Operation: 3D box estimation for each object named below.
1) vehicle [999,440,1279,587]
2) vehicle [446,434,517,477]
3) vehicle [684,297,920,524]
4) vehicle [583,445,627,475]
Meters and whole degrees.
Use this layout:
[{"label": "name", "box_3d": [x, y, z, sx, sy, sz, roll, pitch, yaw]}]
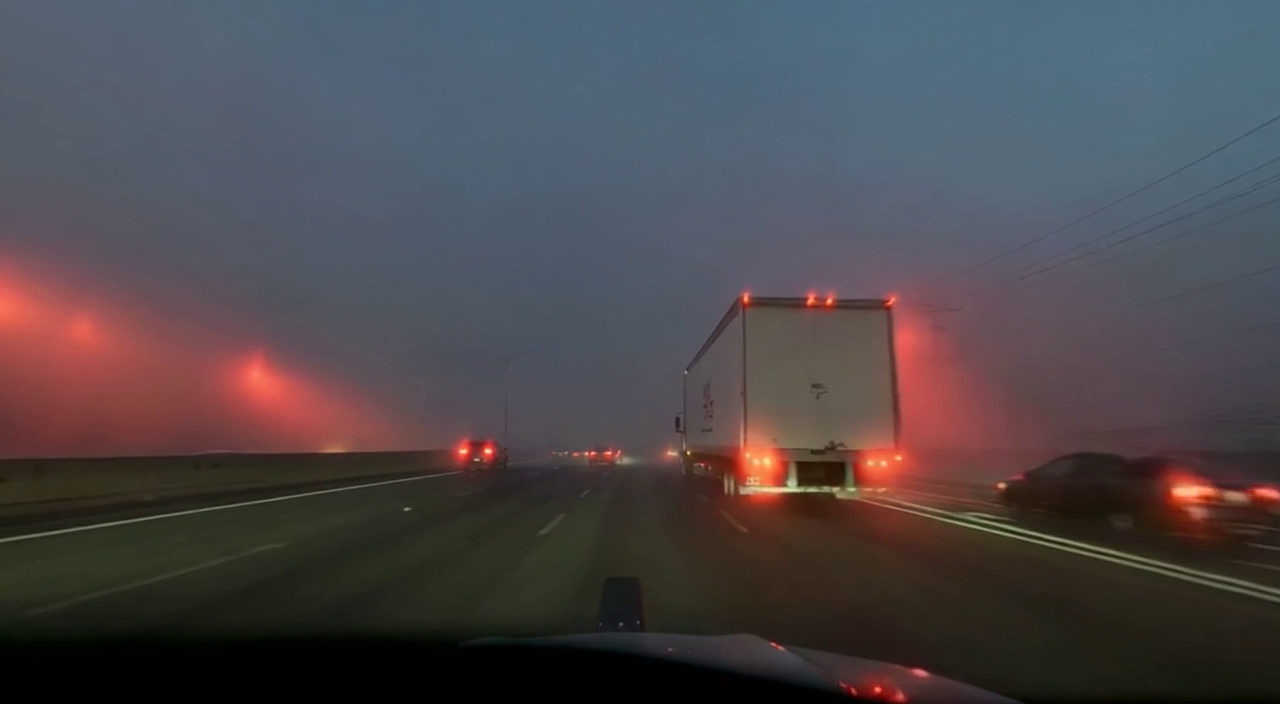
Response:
[{"label": "vehicle", "box_3d": [7.396, 2.015, 8.840, 1.953, 1.488, 4.631, 0, -9, 0]}, {"label": "vehicle", "box_3d": [-7.345, 4.855, 29.700, 2.147, 1.825, 4.602, 0, -9, 0]}, {"label": "vehicle", "box_3d": [3.175, 1.844, 16.767, 3.045, 3.923, 11.834, 0, -9, 0]}, {"label": "vehicle", "box_3d": [-1.809, 5.789, 33.991, 2.060, 1.508, 4.308, 0, -9, 1]}]
